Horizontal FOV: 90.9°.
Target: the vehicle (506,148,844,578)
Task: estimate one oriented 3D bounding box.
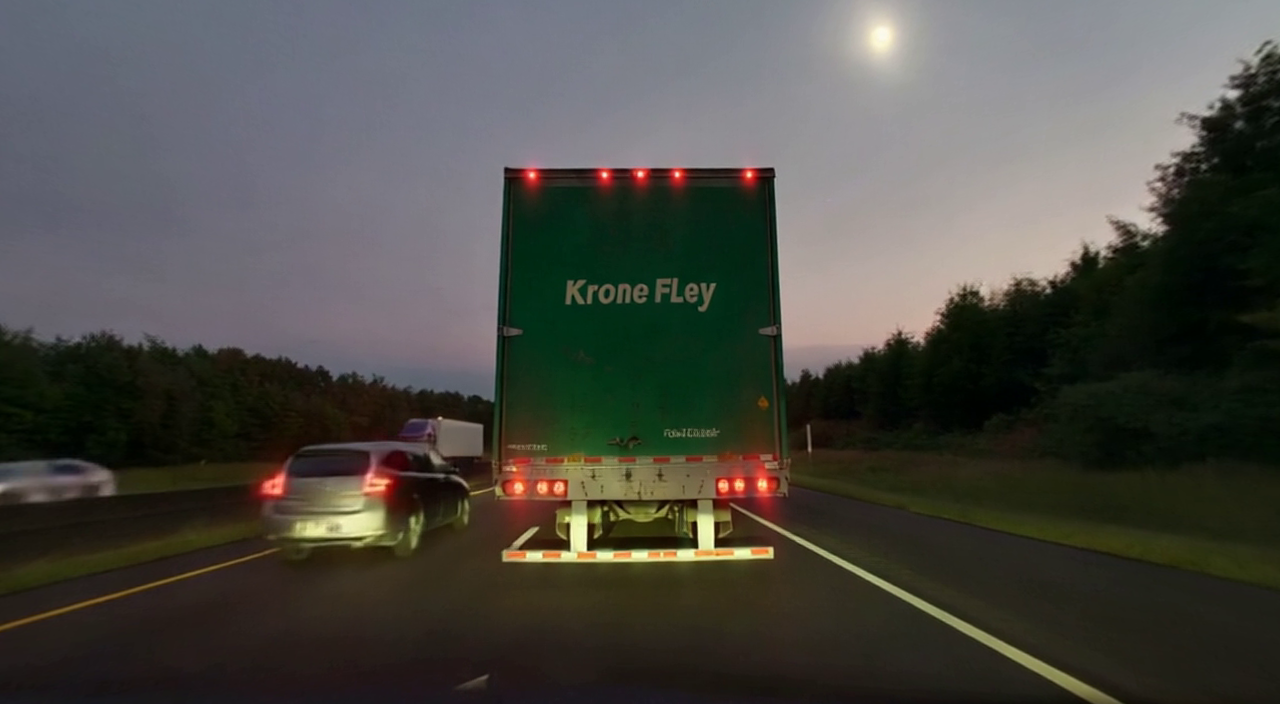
[{"bbox_3d":[0.233,1.117,13.478,3.230,4.377,14.405,0,-9,-1],"label":"vehicle"}]

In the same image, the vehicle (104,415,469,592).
[{"bbox_3d":[-3.804,1.715,7.924,2.095,1.600,4.247,0,-9,0],"label":"vehicle"}]
